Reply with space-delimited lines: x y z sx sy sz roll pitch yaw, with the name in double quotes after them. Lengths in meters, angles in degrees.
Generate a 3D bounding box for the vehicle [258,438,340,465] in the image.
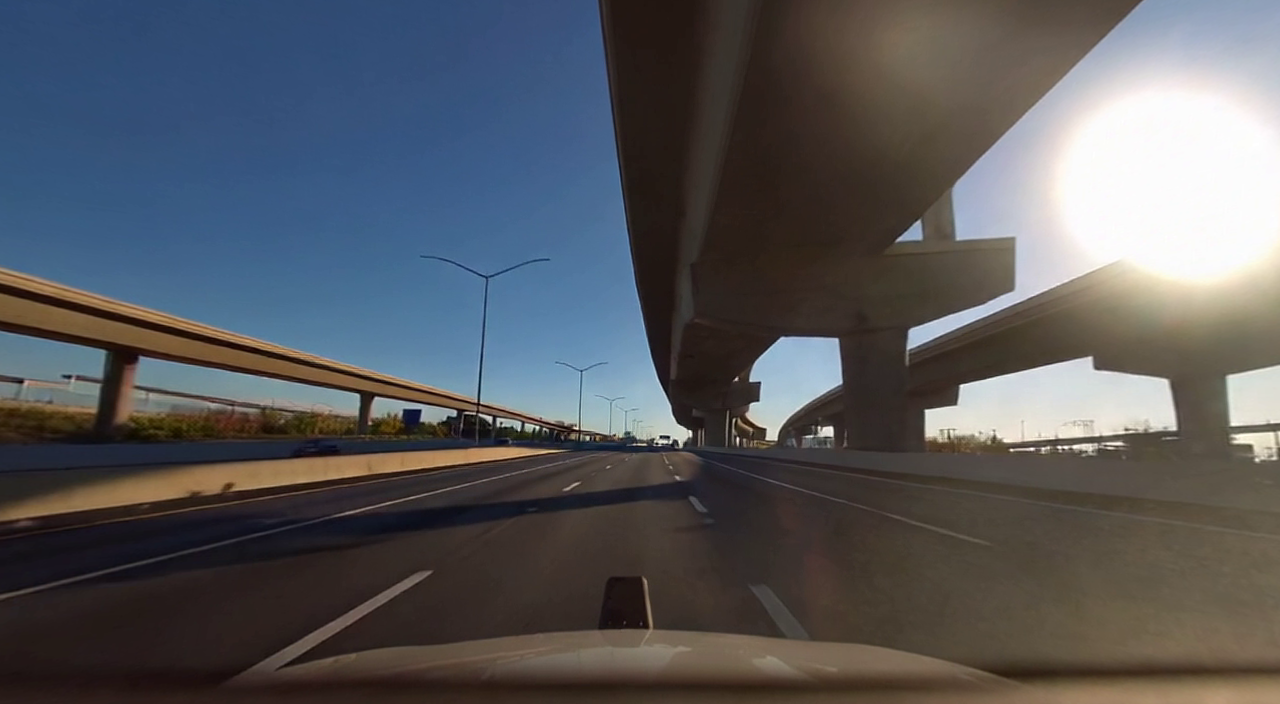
-19.892 5.832 37.074 2.045 1.465 4.739 -1 -8 2 "vehicle"
